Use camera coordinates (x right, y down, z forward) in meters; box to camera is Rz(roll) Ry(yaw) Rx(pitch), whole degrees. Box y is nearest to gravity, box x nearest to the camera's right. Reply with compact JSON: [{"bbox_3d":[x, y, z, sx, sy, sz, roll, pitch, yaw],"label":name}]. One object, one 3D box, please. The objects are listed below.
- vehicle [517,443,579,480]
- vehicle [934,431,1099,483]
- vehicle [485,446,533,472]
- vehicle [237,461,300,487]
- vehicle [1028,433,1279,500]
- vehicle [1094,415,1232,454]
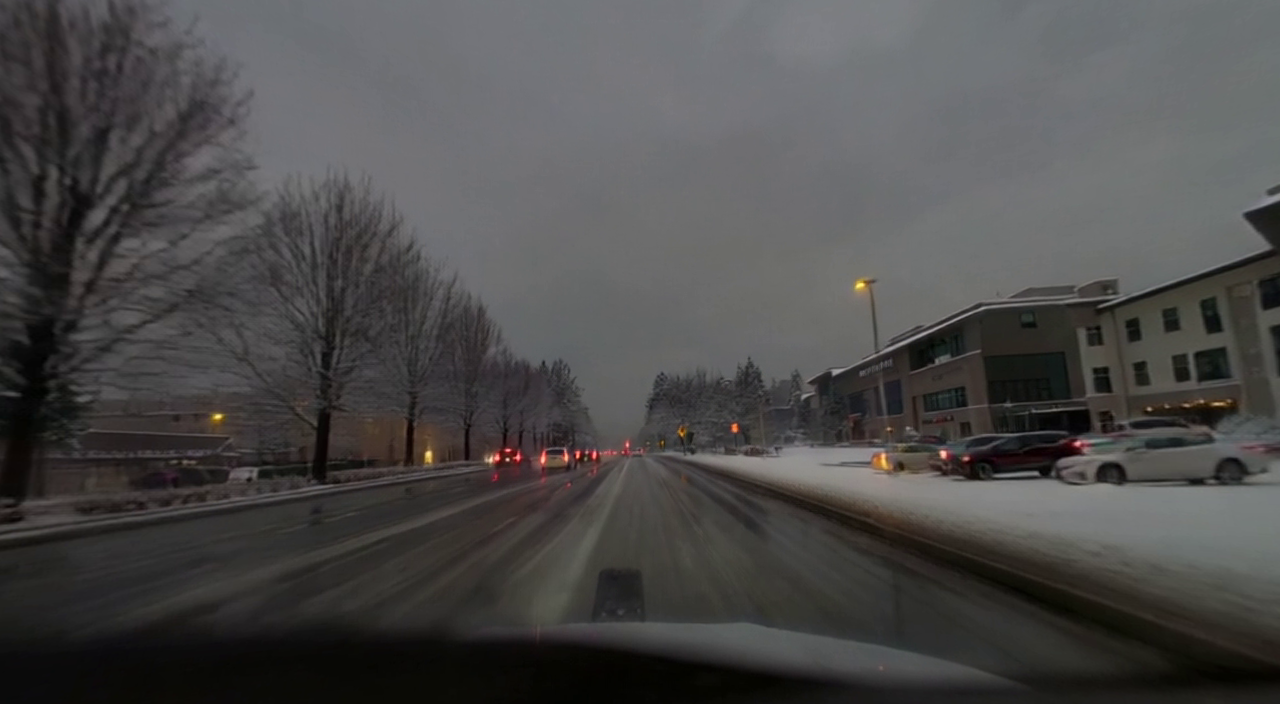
[{"bbox_3d":[-4.001,4.847,28.221,2.011,1.483,4.596,-1,-8,1],"label":"vehicle"},{"bbox_3d":[12.789,3.601,21.696,4.313,1.596,2.028,-1,-9,0],"label":"vehicle"},{"bbox_3d":[-8.228,6.748,40.111,1.976,1.497,4.709,0,-8,1],"label":"vehicle"},{"bbox_3d":[-27.003,8.854,46.062,1.758,1.566,4.531,-4,-9,1],"label":"vehicle"},{"bbox_3d":[12.948,2.866,16.043,4.790,1.439,2.034,-2,-8,1],"label":"vehicle"},{"bbox_3d":[25.466,4.045,30.878,4.939,1.818,1.989,0,-8,-1],"label":"vehicle"}]
